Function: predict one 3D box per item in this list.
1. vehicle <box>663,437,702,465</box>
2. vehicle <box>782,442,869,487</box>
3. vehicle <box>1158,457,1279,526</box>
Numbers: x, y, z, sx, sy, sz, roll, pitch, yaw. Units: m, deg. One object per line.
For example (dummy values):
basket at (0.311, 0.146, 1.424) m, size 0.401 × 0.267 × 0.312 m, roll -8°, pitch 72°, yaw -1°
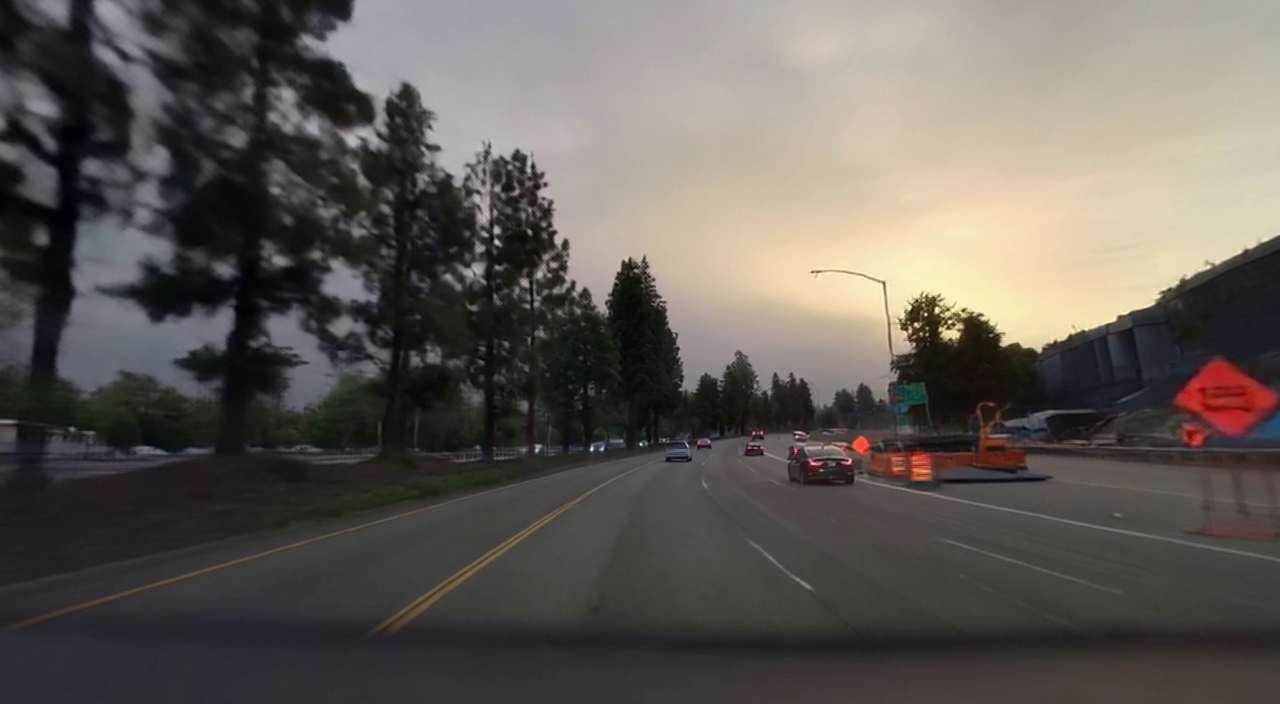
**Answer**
vehicle at (2.806, 6.388, 40.779) m, size 2.201 × 1.676 × 4.541 m, roll -1°, pitch -8°, yaw 7°
vehicle at (6.628, 4.045, 23.067) m, size 2.044 × 1.474 × 4.083 m, roll 0°, pitch -8°, yaw 2°
vehicle at (11.818, 2.248, 10.186) m, size 3.503 × 1.020 × 4.269 m, roll -1°, pitch -9°, yaw 5°
